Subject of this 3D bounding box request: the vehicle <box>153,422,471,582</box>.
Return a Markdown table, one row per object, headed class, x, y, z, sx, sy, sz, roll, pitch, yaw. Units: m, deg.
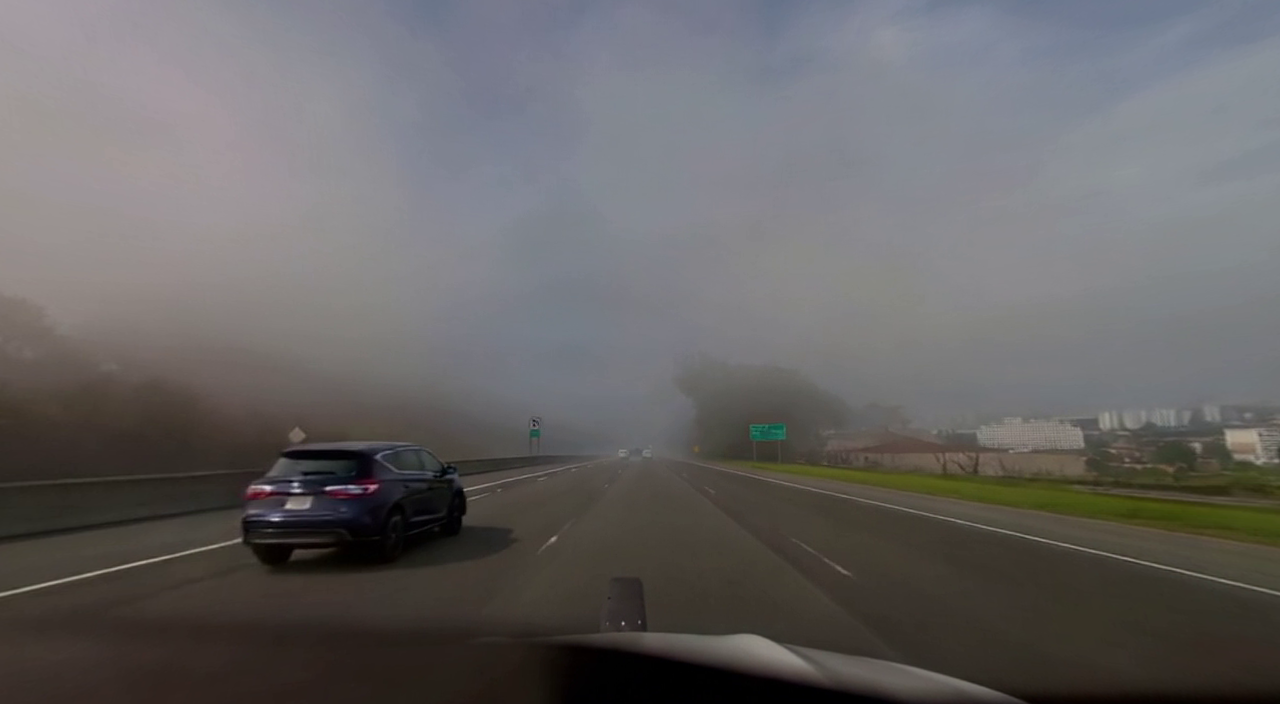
| class | x | y | z | sx | sy | sz | roll | pitch | yaw |
| --- | --- | --- | --- | --- | --- | --- | --- | --- | --- |
| vehicle | -3.780 | 1.799 | 8.269 | 1.965 | 1.556 | 3.971 | 0 | -9 | 1 |
